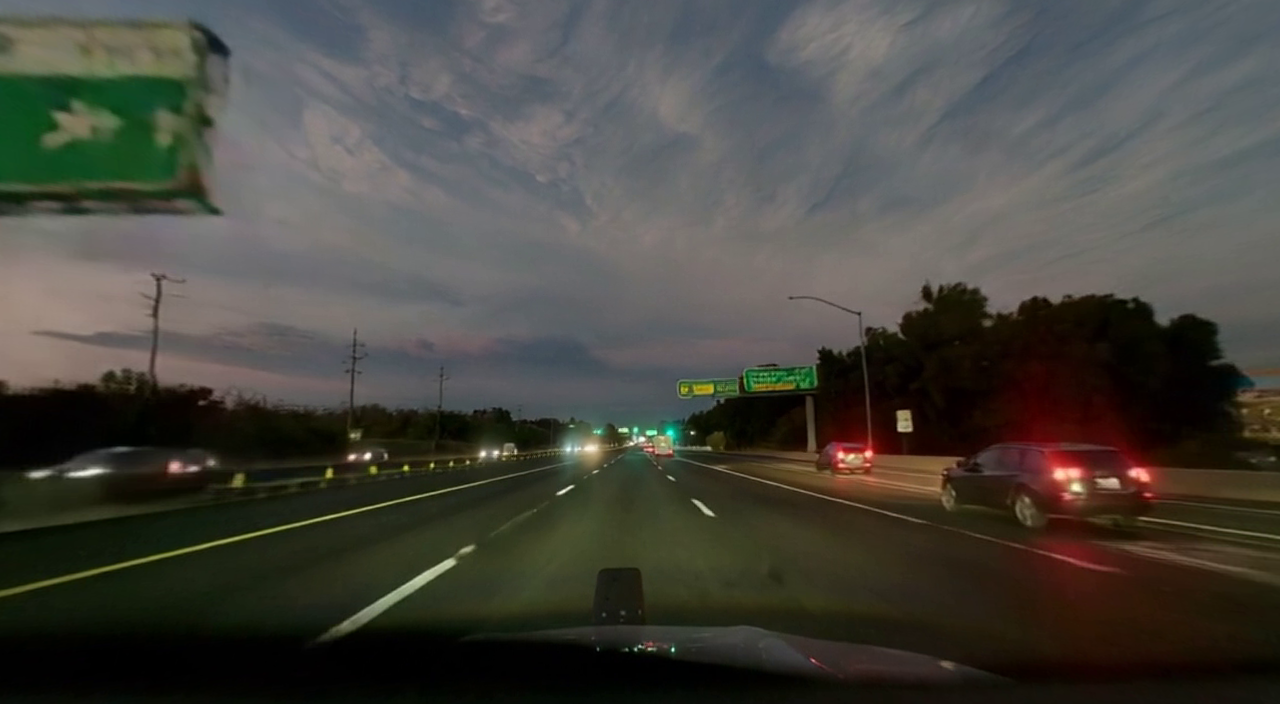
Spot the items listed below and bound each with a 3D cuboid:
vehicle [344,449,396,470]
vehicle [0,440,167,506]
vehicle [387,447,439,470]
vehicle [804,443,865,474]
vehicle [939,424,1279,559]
[{"bbox_3d":[-19.720,7.836,46.361,1.877,1.459,4.547,0,-9,0],"label":"vehicle"},{"bbox_3d":[-15.608,3.195,17.096,1.961,1.520,4.702,0,-9,0],"label":"vehicle"},{"bbox_3d":[-15.783,7.414,44.171,1.907,1.477,4.637,0,-9,0],"label":"vehicle"},{"bbox_3d":[10.303,5.673,33.808,1.878,1.509,4.327,0,-9,-1],"label":"vehicle"},{"bbox_3d":[6.711,1.950,9.607,1.861,1.500,4.860,0,-9,-1],"label":"vehicle"}]
